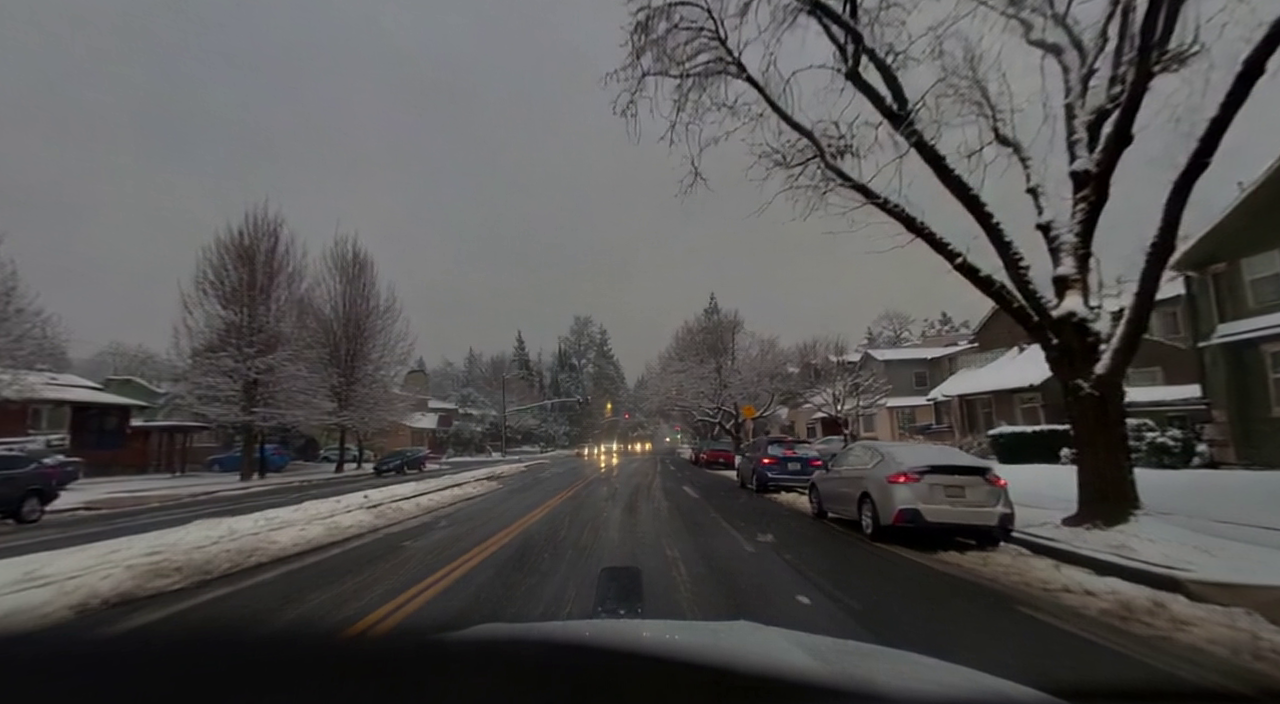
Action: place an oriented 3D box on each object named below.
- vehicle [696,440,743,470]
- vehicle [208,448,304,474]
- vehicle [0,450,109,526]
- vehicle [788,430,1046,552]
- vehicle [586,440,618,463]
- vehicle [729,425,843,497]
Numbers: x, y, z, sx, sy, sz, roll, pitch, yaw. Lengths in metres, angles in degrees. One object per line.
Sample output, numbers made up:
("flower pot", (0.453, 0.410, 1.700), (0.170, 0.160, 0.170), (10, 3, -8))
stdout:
("vehicle", (4.214, 5.516, 34.121), (1.964, 1.485, 4.454), (0, -9, 1))
("vehicle", (-22.333, 6.343, 36.839), (4.397, 1.423, 1.789), (0, -9, 2))
("vehicle", (-14.138, 2.824, 13.151), (1.923, 1.535, 4.862), (0, -9, 0))
("vehicle", (3.921, 2.034, 10.015), (1.956, 1.468, 4.524), (0, -9, -1))
("vehicle", (-2.573, 6.911, 43.905), (1.986, 1.508, 4.261), (0, -9, 0))
("vehicle", (3.977, 3.073, 18.071), (2.069, 1.780, 4.480), (0, -9, -2))
